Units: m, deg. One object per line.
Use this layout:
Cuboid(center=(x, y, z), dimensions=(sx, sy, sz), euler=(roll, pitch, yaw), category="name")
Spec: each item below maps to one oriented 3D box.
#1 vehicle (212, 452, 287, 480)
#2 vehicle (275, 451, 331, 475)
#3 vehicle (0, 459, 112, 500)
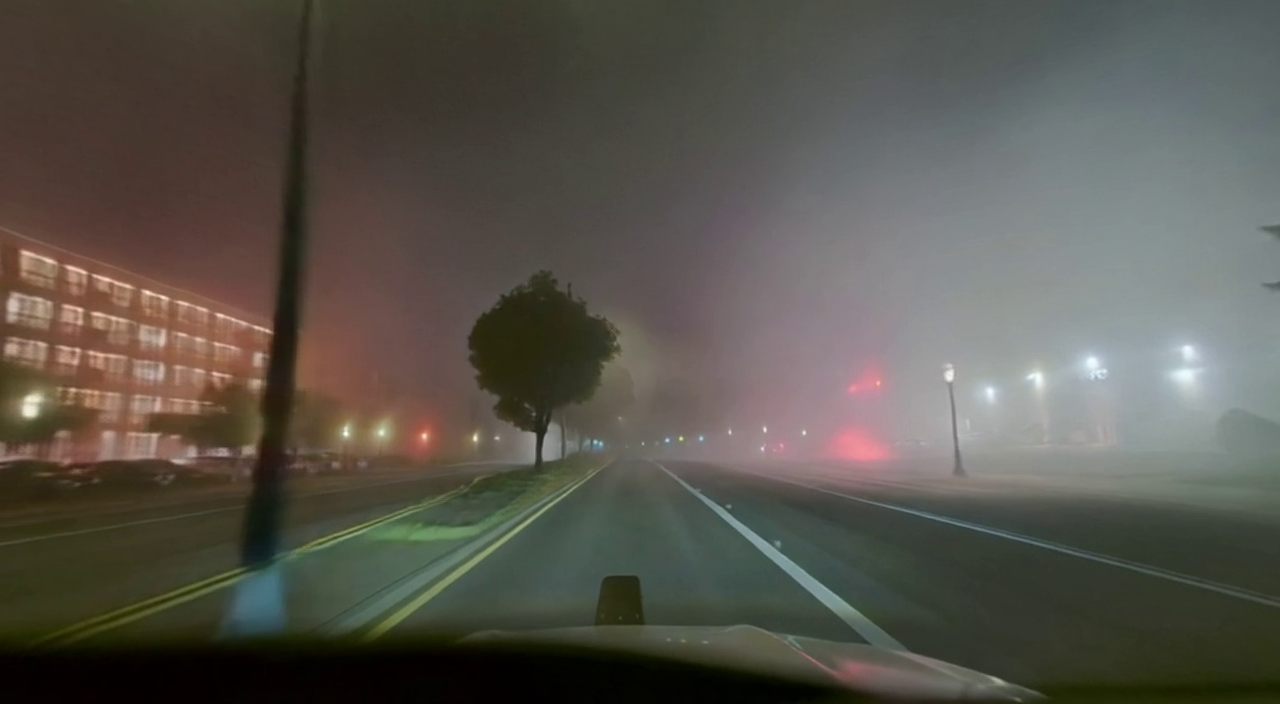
Cuboid(center=(-25.965, 7.546, 42.192), dimensions=(1.911, 1.706, 4.327), euler=(-1, -8, 6), category="vehicle")
Cuboid(center=(-25.476, 8.377, 47.938), dimensions=(1.979, 1.652, 4.678), euler=(0, -8, -5), category="vehicle")
Cuboid(center=(-26.052, 5.596, 27.752), dimensions=(3.950, 1.481, 1.959), euler=(1, -8, -26), category="vehicle")
